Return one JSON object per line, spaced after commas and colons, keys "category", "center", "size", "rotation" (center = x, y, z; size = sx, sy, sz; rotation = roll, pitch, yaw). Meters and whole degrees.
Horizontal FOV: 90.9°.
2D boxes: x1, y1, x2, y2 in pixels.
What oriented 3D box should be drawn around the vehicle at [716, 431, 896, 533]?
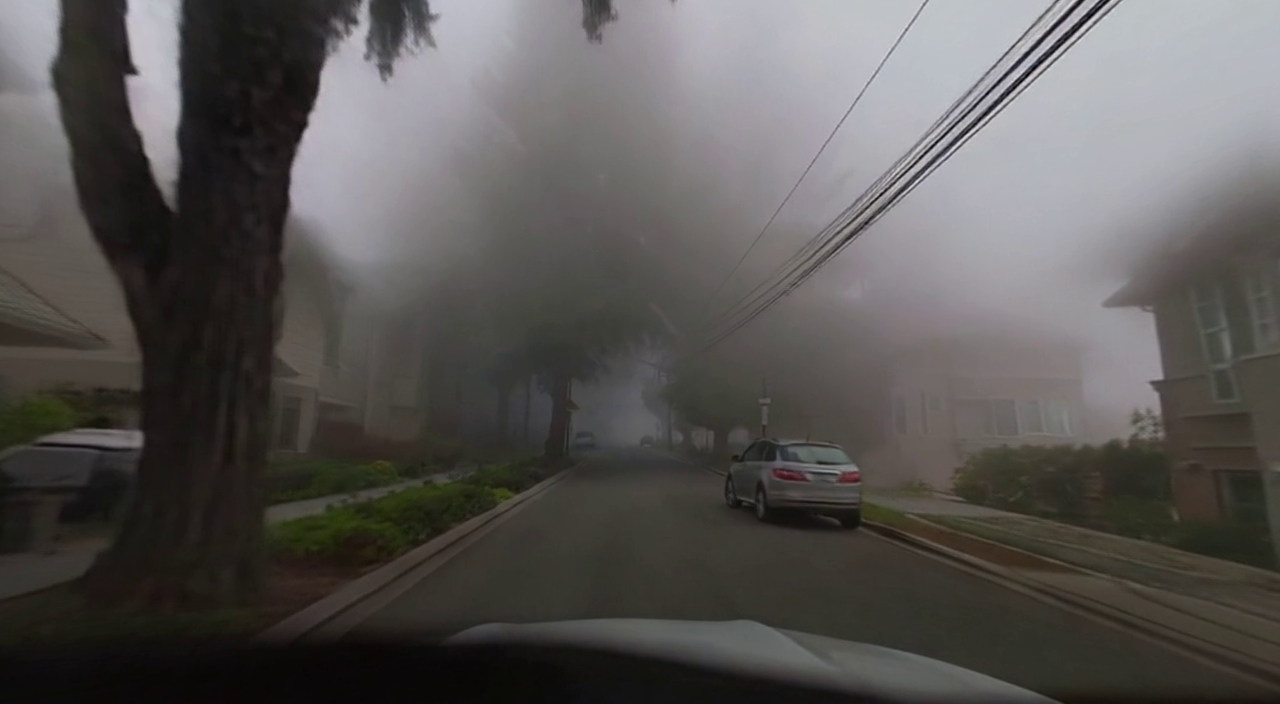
{"category": "vehicle", "center": [2.738, 2.208, 11.476], "size": [1.955, 1.498, 4.046], "rotation": [0, -8, -3]}
